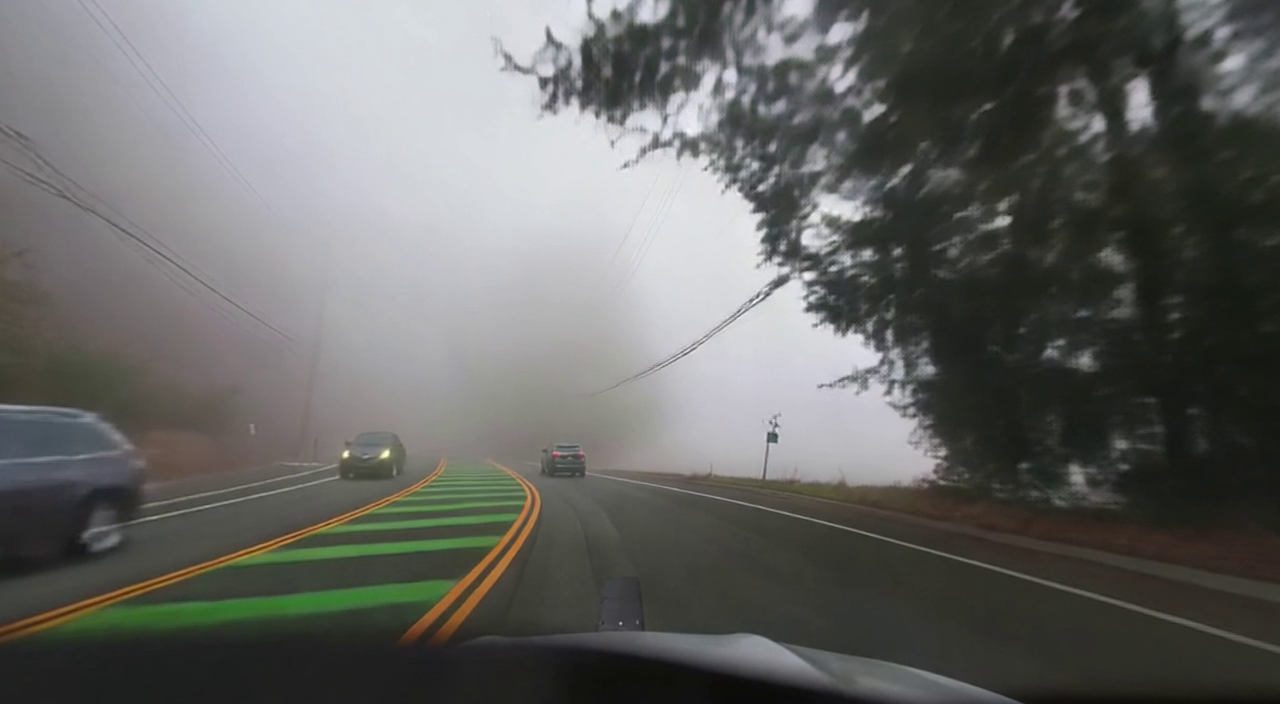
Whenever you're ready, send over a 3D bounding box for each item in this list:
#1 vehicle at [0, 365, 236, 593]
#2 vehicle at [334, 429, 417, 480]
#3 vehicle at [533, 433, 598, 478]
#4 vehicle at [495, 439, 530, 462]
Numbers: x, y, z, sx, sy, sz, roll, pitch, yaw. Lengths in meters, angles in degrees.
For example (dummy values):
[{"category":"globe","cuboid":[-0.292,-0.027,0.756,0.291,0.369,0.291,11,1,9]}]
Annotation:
[{"category":"vehicle","cuboid":[-7.173,1.278,6.532,2.524,2.051,5.963,1,-9,-6]},{"category":"vehicle","cuboid":[-9.874,3.798,23.965,1.967,1.688,4.286,0,-6,-10]},{"category":"vehicle","cuboid":[-3.408,4.572,28.100,2.140,1.767,4.720,2,-9,-16]},{"category":"vehicle","cuboid":[-9.963,7.628,49.128,2.075,1.699,4.520,3,-9,-18]}]
